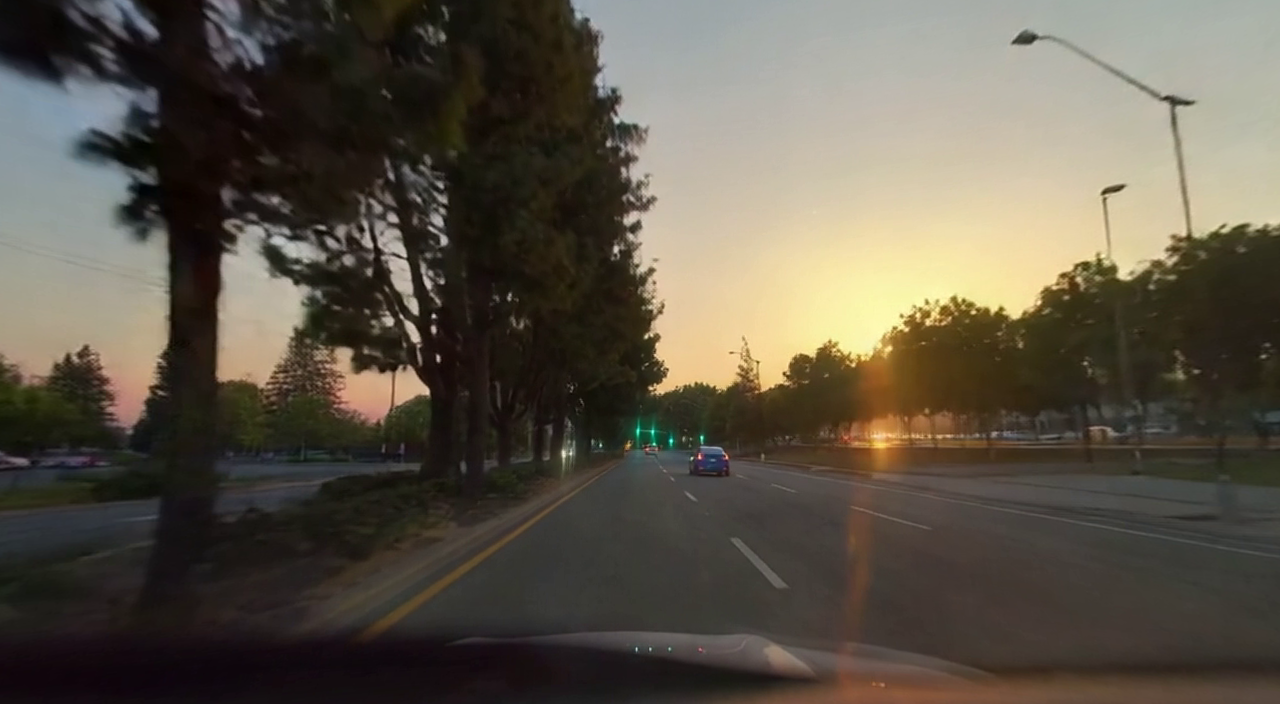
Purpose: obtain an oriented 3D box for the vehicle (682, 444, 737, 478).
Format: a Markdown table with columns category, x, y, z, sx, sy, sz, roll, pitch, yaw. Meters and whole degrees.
| category | x | y | z | sx | sy | sz | roll | pitch | yaw |
| --- | --- | --- | --- | --- | --- | --- | --- | --- | --- |
| vehicle | 3.191 | 5.100 | 29.774 | 2.056 | 1.483 | 4.091 | 0 | -8 | -2 |
